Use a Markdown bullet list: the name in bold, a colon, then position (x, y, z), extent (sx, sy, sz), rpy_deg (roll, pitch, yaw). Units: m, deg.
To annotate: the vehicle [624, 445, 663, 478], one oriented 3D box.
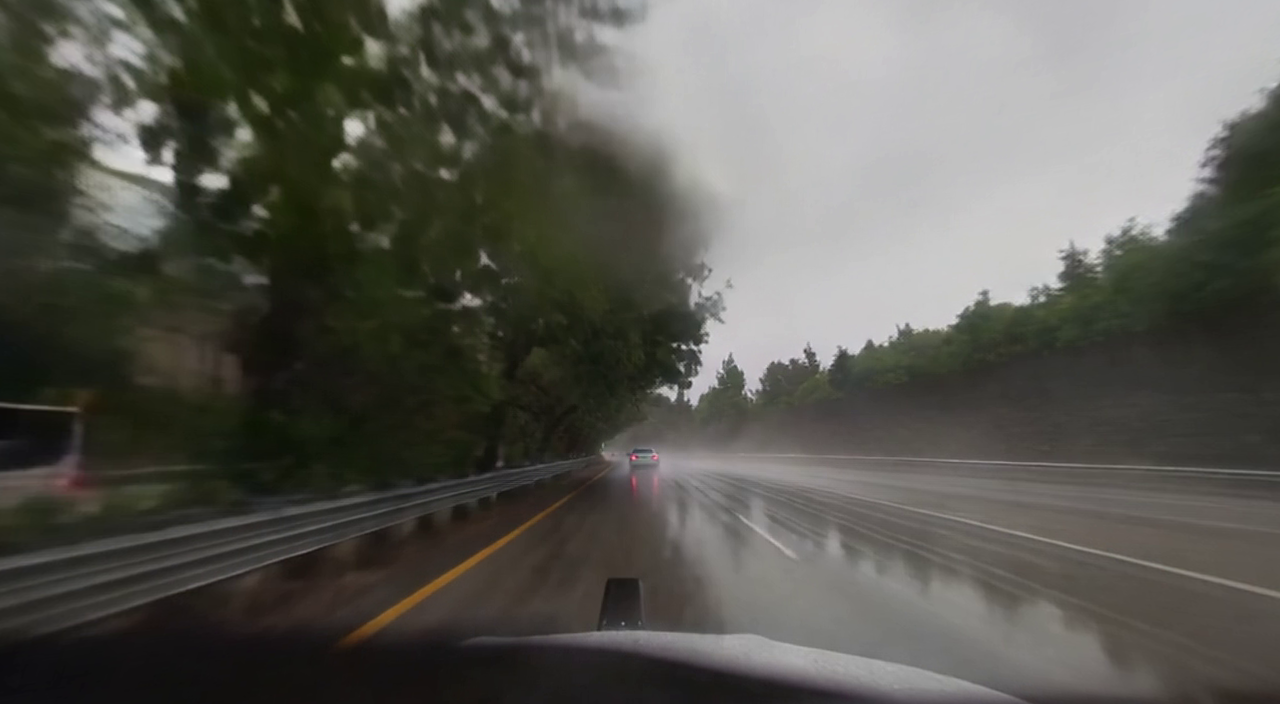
- **vehicle**: position (0.164, 5.885, 33.945), extent (1.987, 1.658, 3.620), rpy_deg (0, -9, -1)
